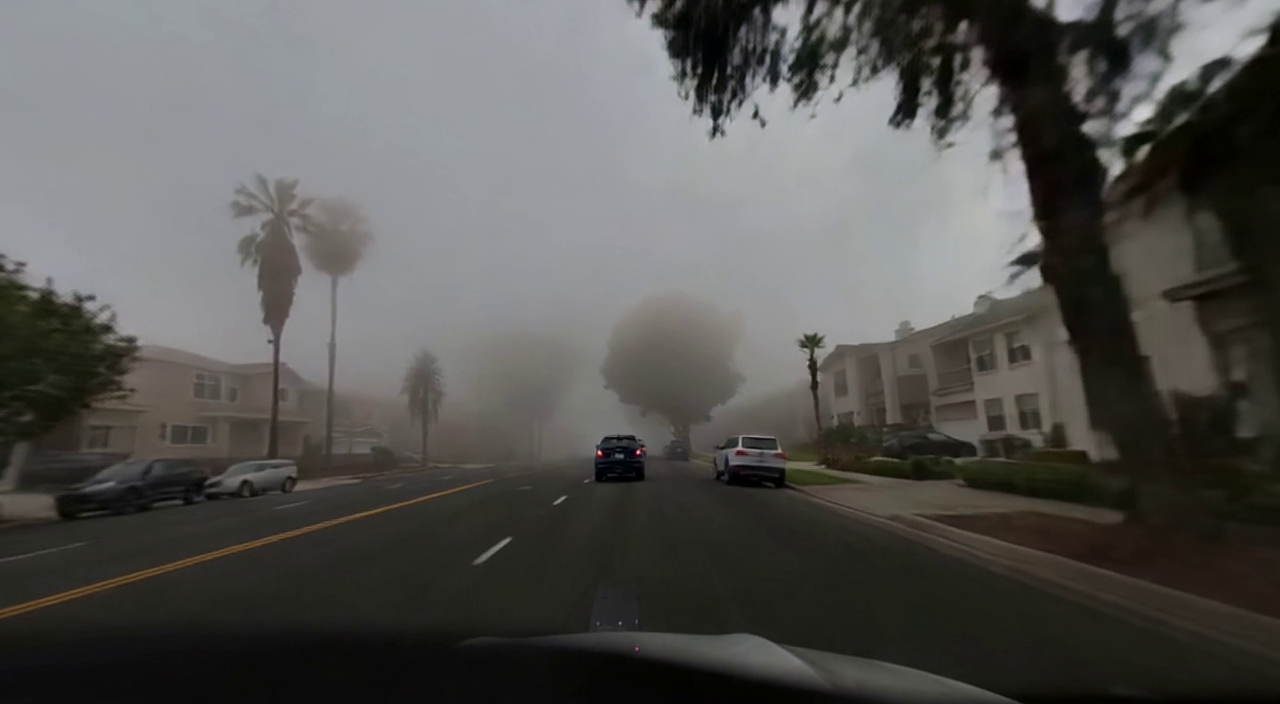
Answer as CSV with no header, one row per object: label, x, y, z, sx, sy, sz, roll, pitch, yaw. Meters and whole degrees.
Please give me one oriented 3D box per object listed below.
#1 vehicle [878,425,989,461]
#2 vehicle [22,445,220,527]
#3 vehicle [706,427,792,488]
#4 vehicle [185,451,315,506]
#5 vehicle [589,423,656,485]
vehicle,14.004,4.363,30.242,4.238,1.621,2.067,-1,-8,-1
vehicle,-13.985,3.558,17.377,1.890,1.640,4.320,-4,-6,-1
vehicle,3.403,3.356,20.337,1.949,1.685,4.161,2,-8,-1
vehicle,-14.081,4.537,23.099,1.877,1.443,4.677,-4,-6,-1
vehicle,-0.539,3.414,21.480,1.994,1.810,5.057,-1,-8,0
